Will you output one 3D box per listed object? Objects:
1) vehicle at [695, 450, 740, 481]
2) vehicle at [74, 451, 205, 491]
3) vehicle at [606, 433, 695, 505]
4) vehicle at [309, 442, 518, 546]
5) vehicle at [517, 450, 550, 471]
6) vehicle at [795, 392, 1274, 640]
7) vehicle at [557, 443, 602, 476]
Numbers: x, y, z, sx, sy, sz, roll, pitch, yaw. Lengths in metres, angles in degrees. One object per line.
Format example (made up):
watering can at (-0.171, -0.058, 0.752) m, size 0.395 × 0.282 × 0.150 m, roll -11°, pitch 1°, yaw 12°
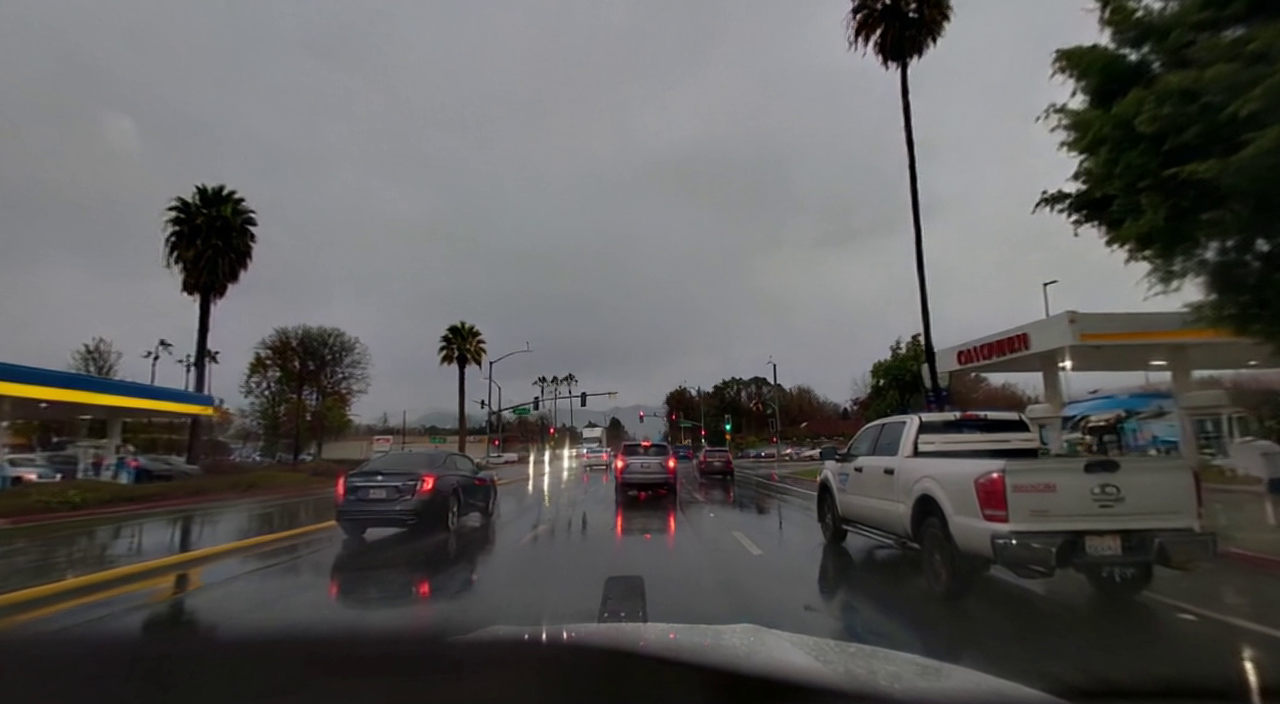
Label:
vehicle at (3.931, 5.815, 32.429) m, size 1.901 × 1.401 × 3.965 m, roll 0°, pitch -8°, yaw 1°
vehicle at (-29.274, 6.937, 37.147) m, size 2.543 × 2.092 × 6.613 m, roll 0°, pitch -8°, yaw -3°
vehicle at (0.305, 3.416, 18.979) m, size 2.295 × 1.835 × 5.471 m, roll 0°, pitch -8°, yaw 1°
vehicle at (-3.820, 2.454, 11.694) m, size 1.983 × 1.502 × 4.720 m, roll -1°, pitch -8°, yaw 2°
vehicle at (-8.333, 8.511, 49.531) m, size 1.921 × 1.489 × 4.250 m, roll 0°, pitch -8°, yaw -1°
vehicle at (3.612, 1.620, 7.488) m, size 2.120 × 1.828 × 5.531 m, roll 0°, pitch -8°, yaw 0°
vehicle at (-3.461, 6.243, 36.844) m, size 2.071 × 1.811 × 4.605 m, roll 0°, pitch -8°, yaw 2°
